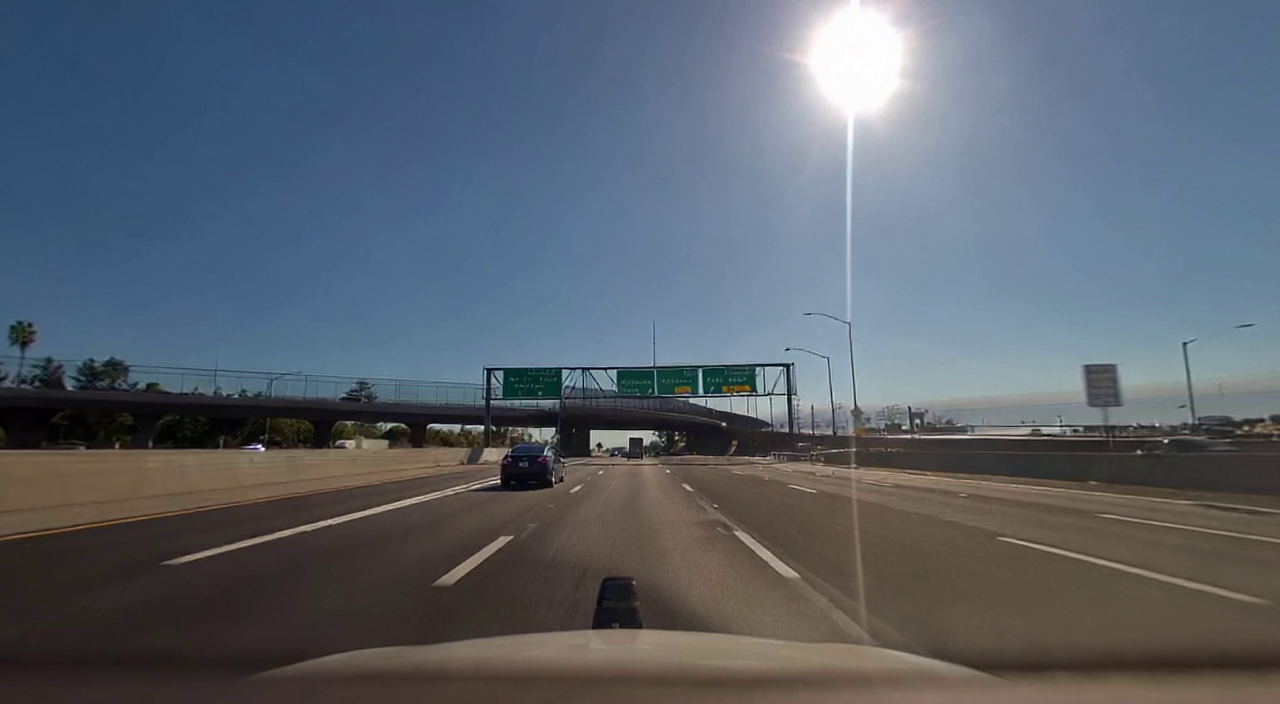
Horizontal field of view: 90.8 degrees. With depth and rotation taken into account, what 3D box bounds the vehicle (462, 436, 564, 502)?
[{"bbox_3d":[-3.592,3.388,18.780,2.178,1.699,4.321,0,-8,0],"label":"vehicle"}]
